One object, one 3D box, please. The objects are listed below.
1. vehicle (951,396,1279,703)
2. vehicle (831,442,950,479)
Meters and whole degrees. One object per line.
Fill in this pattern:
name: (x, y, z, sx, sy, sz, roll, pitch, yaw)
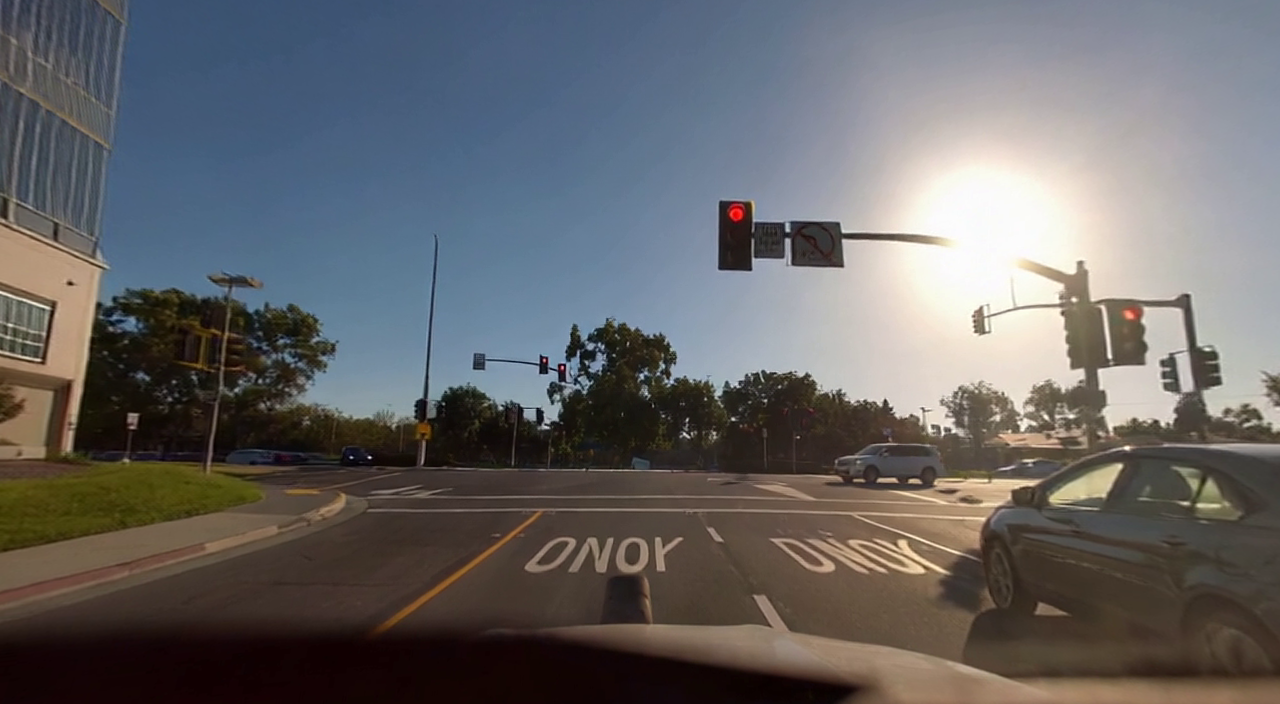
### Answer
vehicle: (3.746, 1.083, 3.325, 2.036, 1.583, 4.911, -1, -8, 5)
vehicle: (11.748, 5.090, 29.748, 4.715, 1.671, 2.030, 1, -8, -5)
